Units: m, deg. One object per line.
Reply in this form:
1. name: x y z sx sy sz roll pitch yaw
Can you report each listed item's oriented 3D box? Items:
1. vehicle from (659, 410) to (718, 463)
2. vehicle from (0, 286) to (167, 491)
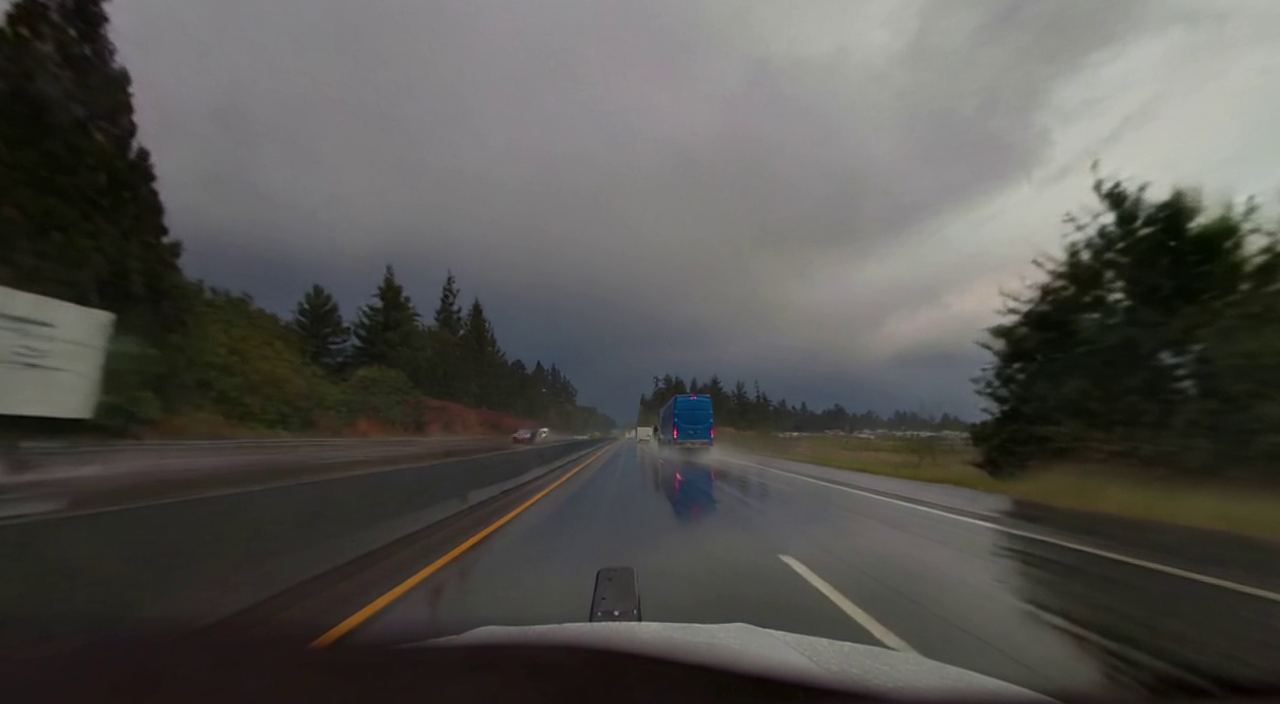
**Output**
1. vehicle: 2.493 4.602 34.318 2.570 2.596 6.082 0 -8 -2
2. vehicle: -13.205 0.537 10.610 2.816 3.740 9.966 0 -8 -1
